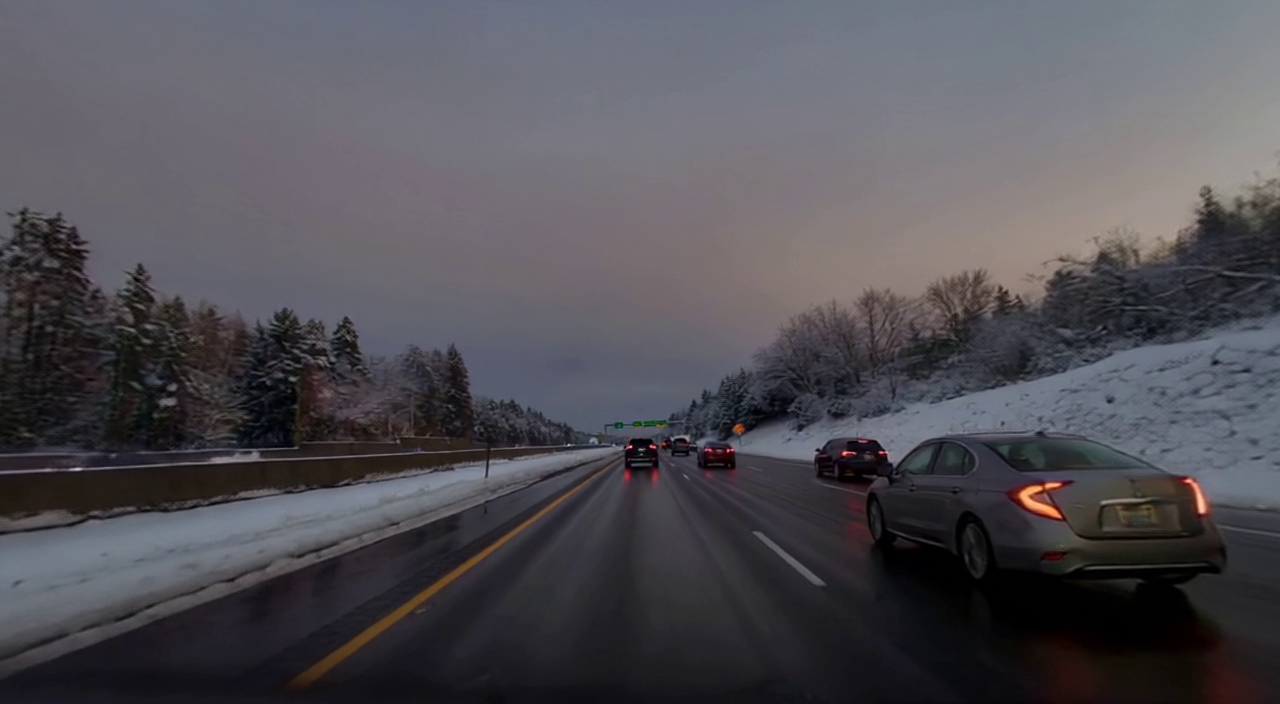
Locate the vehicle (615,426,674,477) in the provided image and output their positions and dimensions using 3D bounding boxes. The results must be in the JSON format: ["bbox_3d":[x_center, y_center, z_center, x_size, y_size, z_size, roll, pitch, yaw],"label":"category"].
[{"bbox_3d":[0.167,4.007,25.518,2.189,1.852,4.038,0,-8,0],"label":"vehicle"}]

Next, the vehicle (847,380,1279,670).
[{"bbox_3d":[3.700,1.314,5.928,2.003,1.661,4.418,0,-8,0],"label":"vehicle"}]

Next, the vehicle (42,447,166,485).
[{"bbox_3d":[-27.031,5.739,32.085,2.133,1.710,4.731,0,-8,0],"label":"vehicle"}]

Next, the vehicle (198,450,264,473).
[{"bbox_3d":[-31.134,8.329,48.190,2.027,1.619,4.468,0,-8,0],"label":"vehicle"}]

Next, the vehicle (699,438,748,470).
[{"bbox_3d":[4.146,5.121,31.896,1.825,1.487,4.034,0,-8,-1],"label":"vehicle"}]
